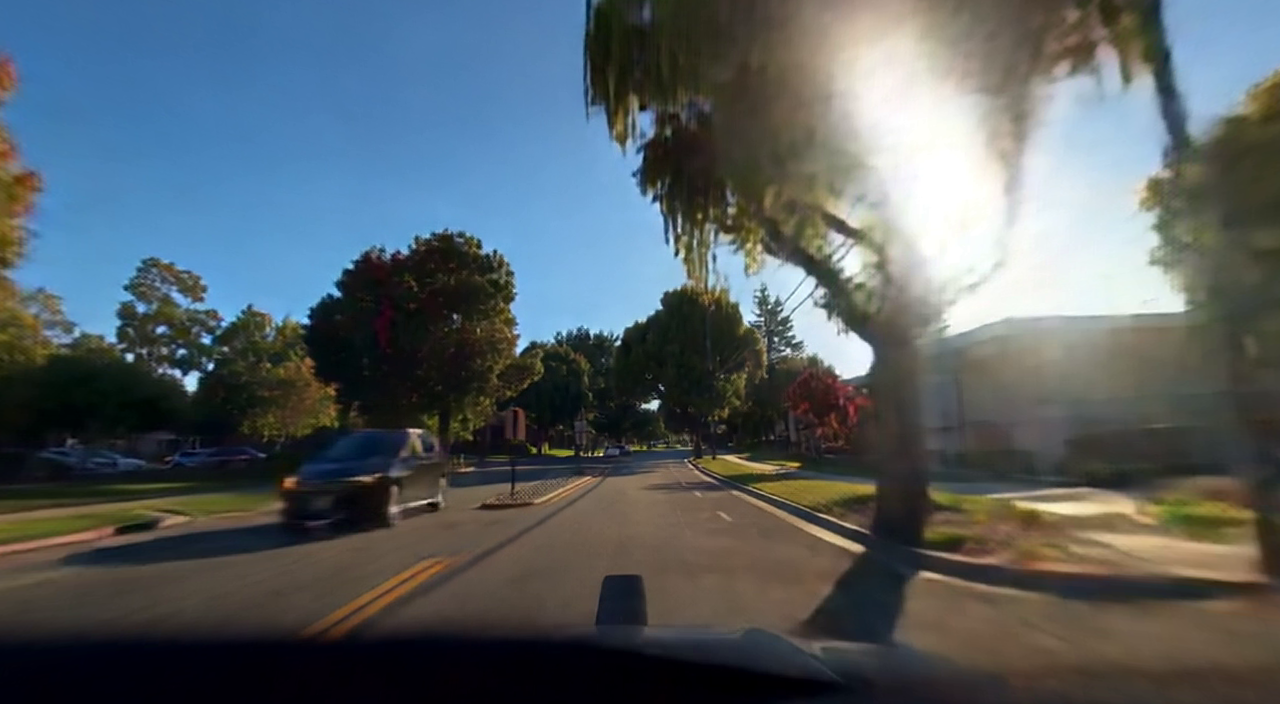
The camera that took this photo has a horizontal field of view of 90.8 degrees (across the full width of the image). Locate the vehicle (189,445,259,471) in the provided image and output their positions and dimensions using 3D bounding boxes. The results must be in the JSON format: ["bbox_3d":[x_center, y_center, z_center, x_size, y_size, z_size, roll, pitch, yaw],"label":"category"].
[{"bbox_3d":[-26.340,6.711,40.177,1.641,1.505,4.016,-1,-9,2],"label":"vehicle"}]

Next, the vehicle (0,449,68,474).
[{"bbox_3d":[-39.343,7.046,40.489,1.666,1.471,3.630,1,-12,3],"label":"vehicle"}]

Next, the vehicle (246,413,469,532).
[{"bbox_3d":[-5.443,2.413,13.304,2.252,1.936,5.538,0,-8,-1],"label":"vehicle"}]

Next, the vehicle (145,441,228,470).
[{"bbox_3d":[-28.725,6.564,40.209,1.977,1.701,4.396,0,-8,1],"label":"vehicle"}]

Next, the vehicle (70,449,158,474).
[{"bbox_3d":[-33.914,7.021,40.862,1.785,1.493,4.343,-1,-8,3],"label":"vehicle"}]
